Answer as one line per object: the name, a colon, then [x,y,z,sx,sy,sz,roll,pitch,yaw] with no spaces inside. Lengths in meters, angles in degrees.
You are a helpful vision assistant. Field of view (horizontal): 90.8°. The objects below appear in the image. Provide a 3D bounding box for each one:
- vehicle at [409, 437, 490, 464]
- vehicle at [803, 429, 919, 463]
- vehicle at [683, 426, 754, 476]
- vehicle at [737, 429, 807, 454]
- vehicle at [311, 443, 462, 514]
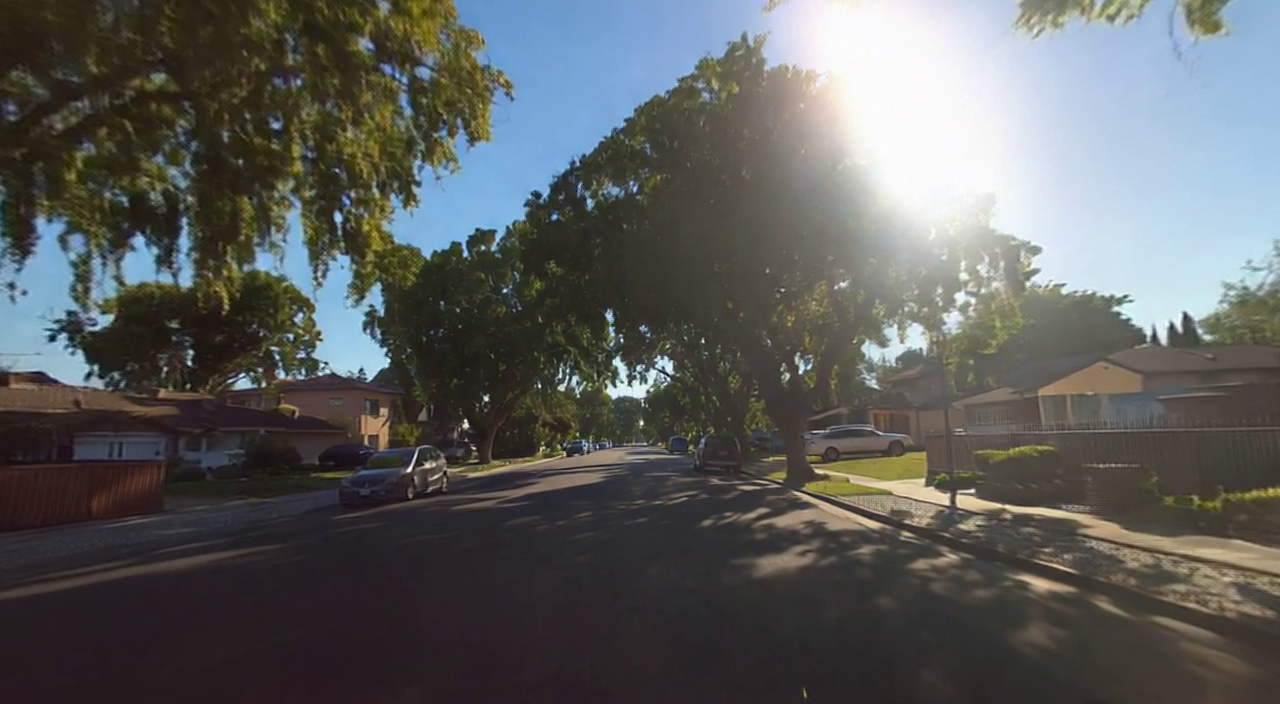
vehicle: [-13.080,6.792,43.593,4.928,1.797,1.981,0,-8,1]
vehicle: [10.467,4.548,30.336,5.041,1.486,1.969,-3,-9,14]
vehicle: [3.187,4.177,26.823,2.241,1.875,5.059,0,-8,-1]
vehicle: [10.118,6.923,48.731,4.922,1.838,2.068,0,-8,1]
vehicle: [-6.371,3.177,16.512,2.099,1.399,4.357,-4,-8,1]
